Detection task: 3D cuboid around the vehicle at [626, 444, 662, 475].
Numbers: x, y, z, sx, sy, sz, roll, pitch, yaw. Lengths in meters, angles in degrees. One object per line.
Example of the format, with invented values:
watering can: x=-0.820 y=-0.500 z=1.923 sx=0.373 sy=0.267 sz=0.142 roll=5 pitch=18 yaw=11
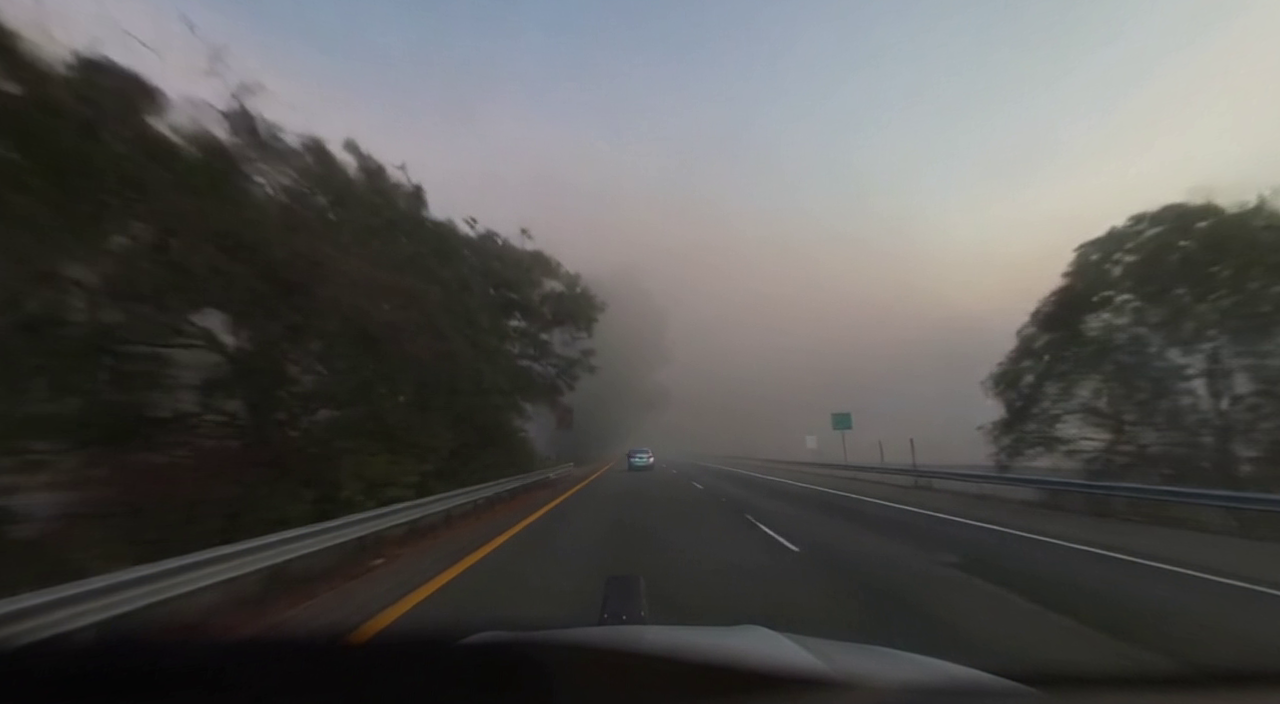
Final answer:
vehicle: x=0.216 y=6.171 z=36.253 sx=1.987 sy=1.658 sz=3.620 roll=0 pitch=-9 yaw=0
